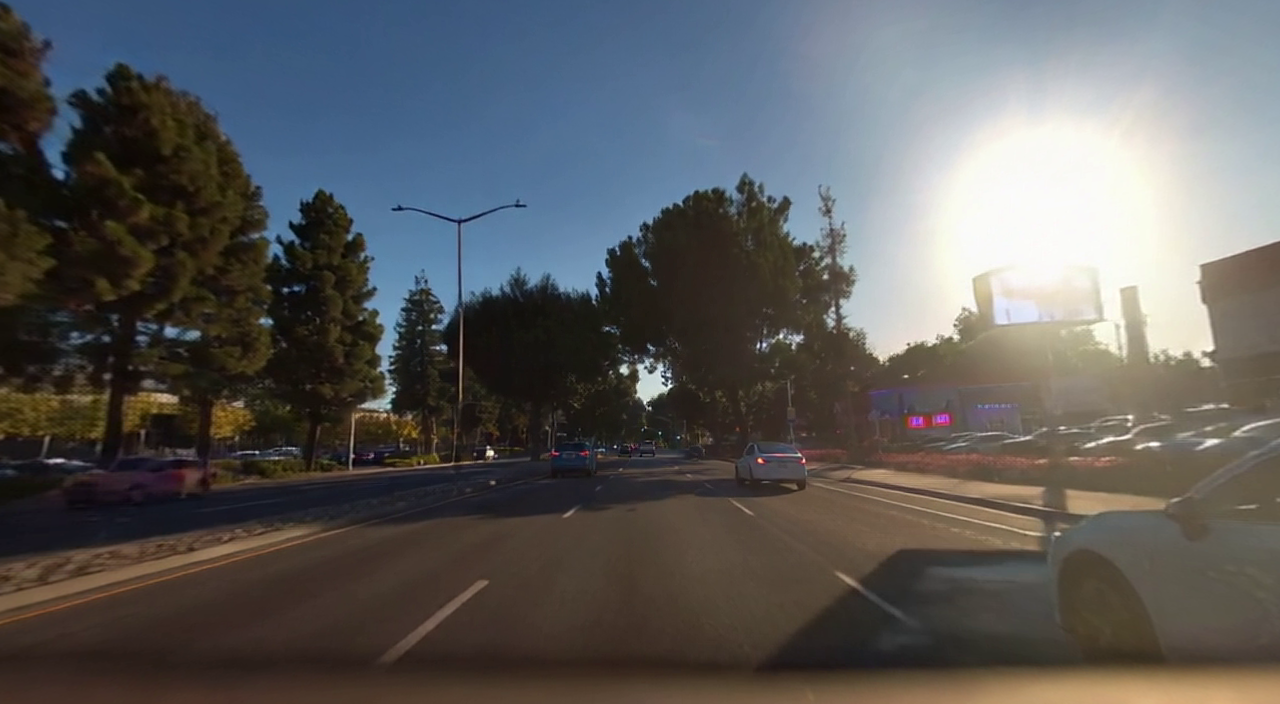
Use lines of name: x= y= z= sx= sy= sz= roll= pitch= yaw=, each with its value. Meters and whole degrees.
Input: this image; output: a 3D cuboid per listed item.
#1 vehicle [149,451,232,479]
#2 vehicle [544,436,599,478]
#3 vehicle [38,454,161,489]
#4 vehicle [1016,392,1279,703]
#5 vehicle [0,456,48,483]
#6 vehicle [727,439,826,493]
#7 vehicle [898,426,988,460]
vehicle: x=-30.741 y=7.706 z=43.303 sx=1.925 sy=1.776 sz=4.722 roll=-1 pitch=-8 yaw=4
vehicle: x=-3.055 y=4.804 z=29.099 sx=1.981 sy=1.731 sz=4.360 roll=0 pitch=-8 yaw=1
vehicle: x=-28.245 y=6.228 z=33.123 sx=4.681 sy=1.623 sz=1.998 roll=7 pitch=-11 yaw=-39
vehicle: x=3.590 y=0.827 z=1.959 sx=1.976 sy=1.491 sz=4.714 roll=0 pitch=-8 yaw=1
vehicle: x=-43.790 y=8.075 z=43.396 sx=1.895 sy=1.764 sz=4.510 roll=1 pitch=-8 yaw=-5
vehicle: x=4.161 y=3.545 z=20.045 sx=2.036 sy=1.480 sz=4.659 roll=0 pitch=-8 yaw=-1
vehicle: x=20.779 y=6.291 z=43.779 sx=2.705 sy=2.011 sz=7.332 roll=-3 pitch=-8 yaw=1
